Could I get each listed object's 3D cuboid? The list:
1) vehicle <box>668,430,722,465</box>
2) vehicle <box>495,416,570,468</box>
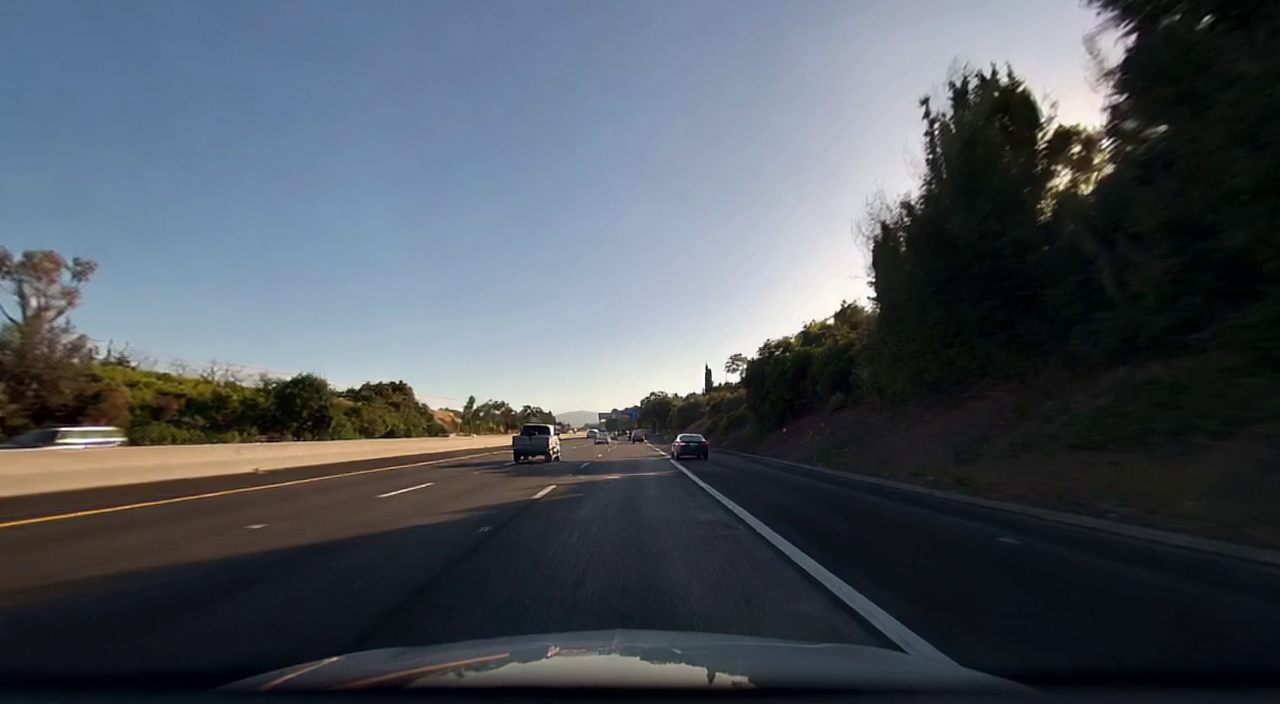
[{"bbox_3d":[2.439,4.354,28.836,1.948,1.470,3.913,0,-8,-3],"label":"vehicle"},{"bbox_3d":[-4.286,3.700,25.992,2.251,1.938,4.708,0,-8,0],"label":"vehicle"}]
